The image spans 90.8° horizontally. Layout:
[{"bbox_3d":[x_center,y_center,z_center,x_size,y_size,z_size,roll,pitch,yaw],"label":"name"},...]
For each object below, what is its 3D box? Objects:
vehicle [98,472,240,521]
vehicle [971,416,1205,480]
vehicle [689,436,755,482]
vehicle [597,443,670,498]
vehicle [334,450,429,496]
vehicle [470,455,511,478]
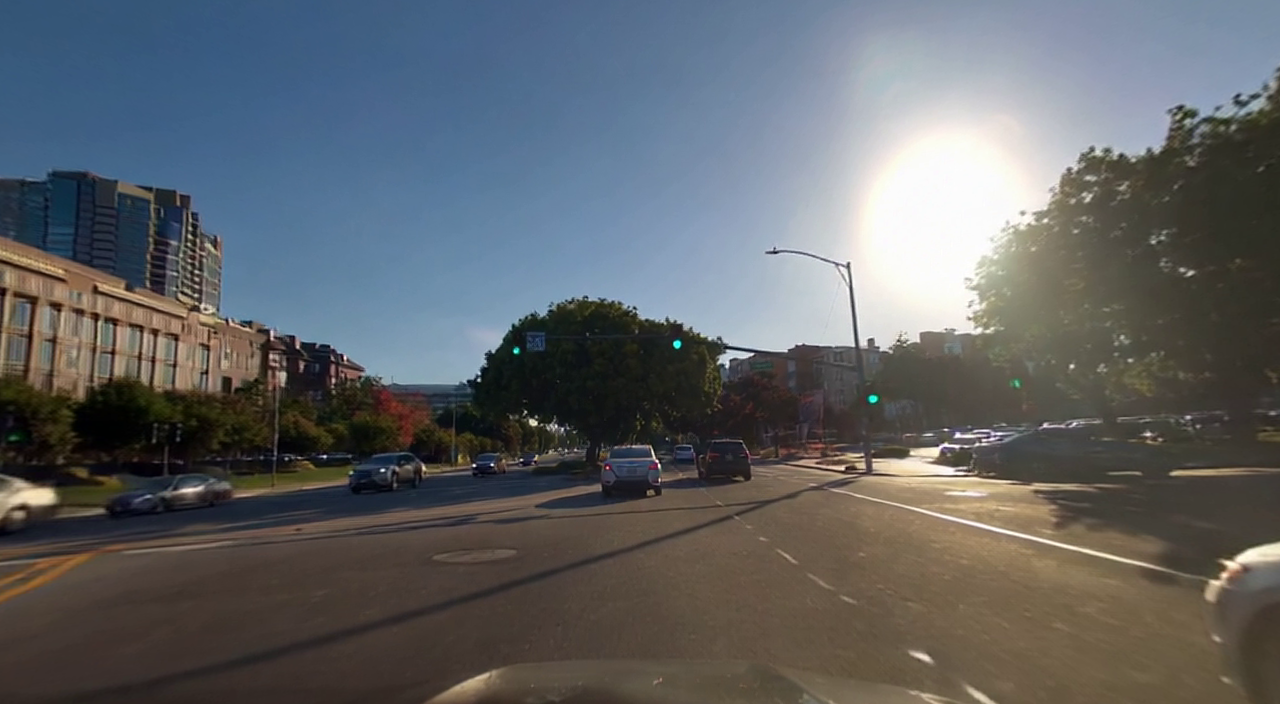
[{"bbox_3d":[-16.971,5.197,23.106,1.957,1.444,4.306,0,-9,-2],"label":"vehicle"},{"bbox_3d":[15.209,3.333,21.948,6.013,2.030,2.461,-2,-9,12],"label":"vehicle"},{"bbox_3d":[3.364,4.479,26.745,2.107,1.773,4.557,0,-9,-1],"label":"vehicle"},{"bbox_3d":[-0.192,3.589,19.493,2.034,1.500,3.966,0,-9,0],"label":"vehicle"},{"bbox_3d":[-11.056,5.176,27.432,2.102,1.758,4.532,0,-9,1],"label":"vehicle"},{"bbox_3d":[-10.757,8.263,45.717,1.808,1.512,4.447,0,-9,1],"label":"vehicle"}]
